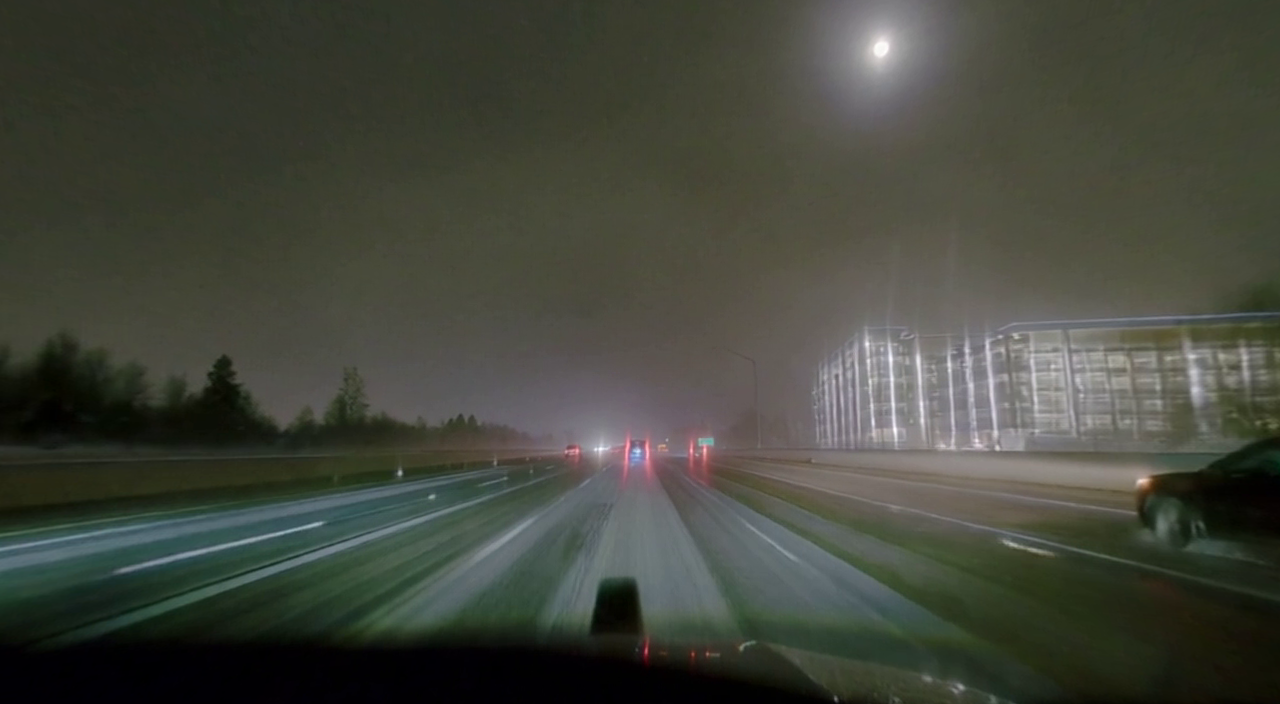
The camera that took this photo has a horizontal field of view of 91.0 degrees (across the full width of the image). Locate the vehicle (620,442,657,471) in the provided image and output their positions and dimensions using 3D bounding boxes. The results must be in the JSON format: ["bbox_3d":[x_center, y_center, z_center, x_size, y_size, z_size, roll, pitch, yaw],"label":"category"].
[{"bbox_3d":[-0.081,5.915,35.817,2.036,1.542,3.891,0,-8,0],"label":"vehicle"}]

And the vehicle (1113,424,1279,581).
[{"bbox_3d":[7.164,1.407,5.754,1.937,1.498,4.710,0,-8,-1],"label":"vehicle"}]
